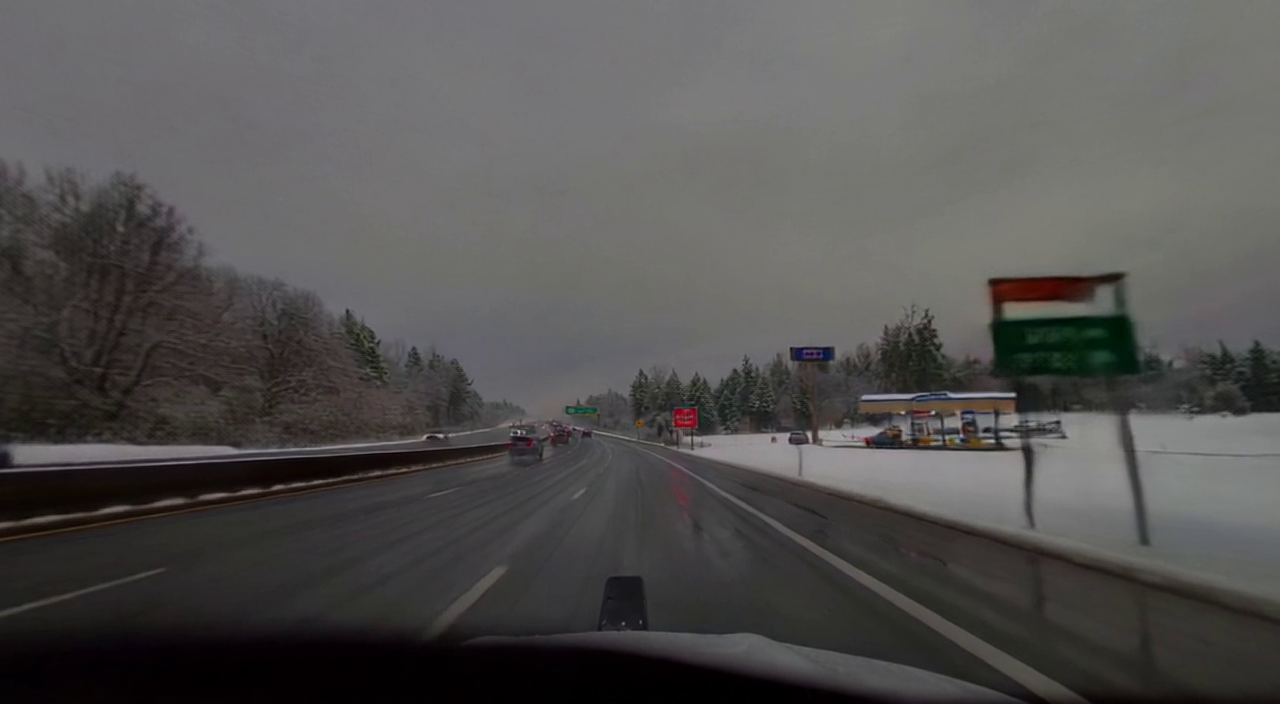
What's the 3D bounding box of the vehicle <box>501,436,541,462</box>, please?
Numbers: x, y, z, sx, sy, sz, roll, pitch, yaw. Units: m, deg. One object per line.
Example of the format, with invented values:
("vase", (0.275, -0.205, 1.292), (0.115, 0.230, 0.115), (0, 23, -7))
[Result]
("vehicle", (-7.763, 6.329, 41.396), (1.931, 1.608, 3.977), (0, -8, -2))
